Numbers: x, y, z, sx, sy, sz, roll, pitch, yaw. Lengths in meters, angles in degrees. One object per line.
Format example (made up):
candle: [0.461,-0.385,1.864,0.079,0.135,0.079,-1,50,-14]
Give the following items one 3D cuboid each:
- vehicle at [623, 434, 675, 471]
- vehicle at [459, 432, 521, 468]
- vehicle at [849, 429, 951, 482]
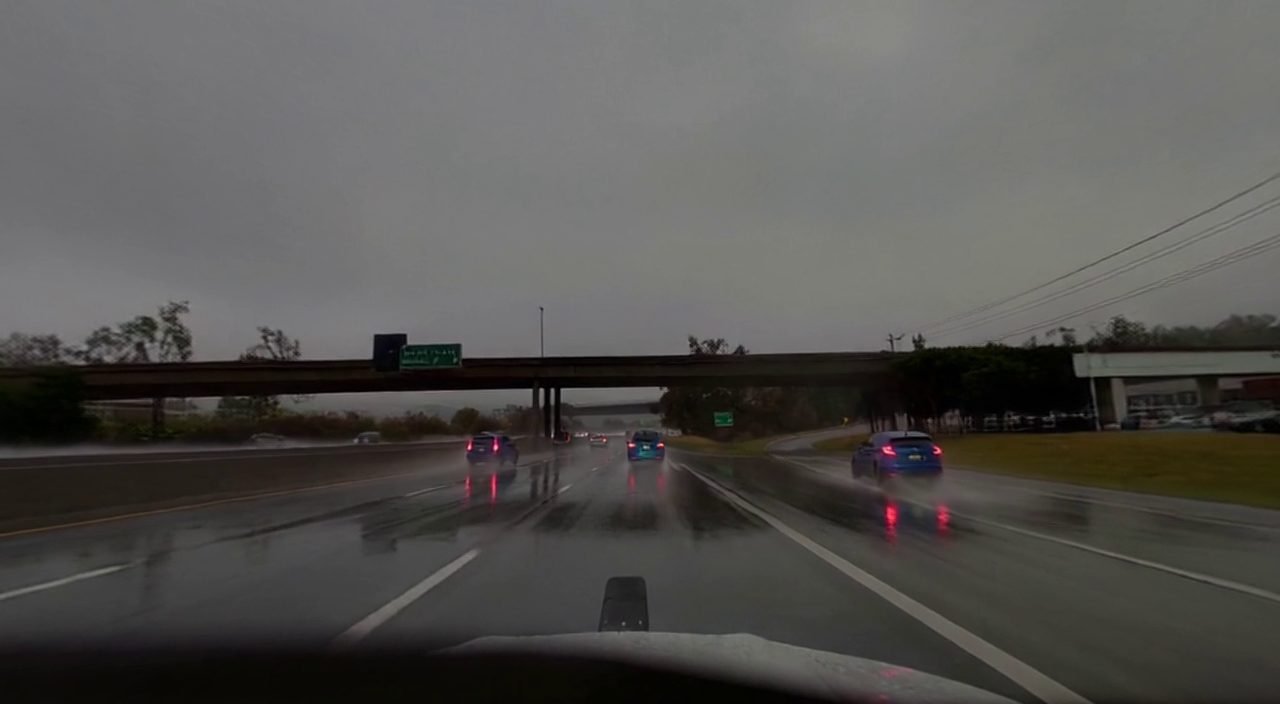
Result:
vehicle: [0.341,4.450,27.968,2.145,1.493,4.146,0,-8,0]
vehicle: [-7.451,4.918,31.791,2.067,1.682,4.388,0,-8,0]
vehicle: [9.156,3.686,22.706,2.095,1.674,4.530,-1,-8,5]
